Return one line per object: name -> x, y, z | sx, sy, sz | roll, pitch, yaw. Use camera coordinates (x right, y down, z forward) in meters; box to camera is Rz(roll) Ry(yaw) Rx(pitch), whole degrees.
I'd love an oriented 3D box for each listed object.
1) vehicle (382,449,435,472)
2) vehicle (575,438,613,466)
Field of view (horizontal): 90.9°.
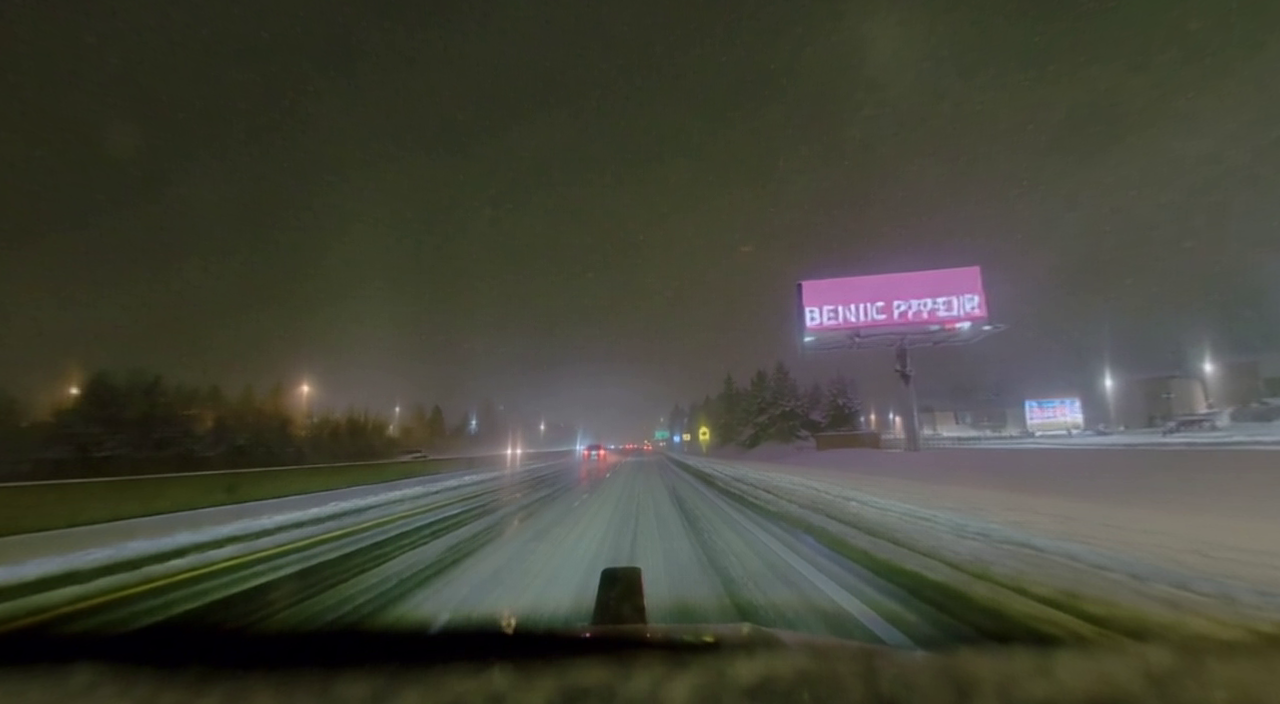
vehicle -> -16.240, 7.607, 44.526 | 1.823, 1.464, 4.626 | -1, -8, 2
vehicle -> -3.169, 7.008, 44.295 | 2.159, 1.793, 5.027 | -1, -8, 1
